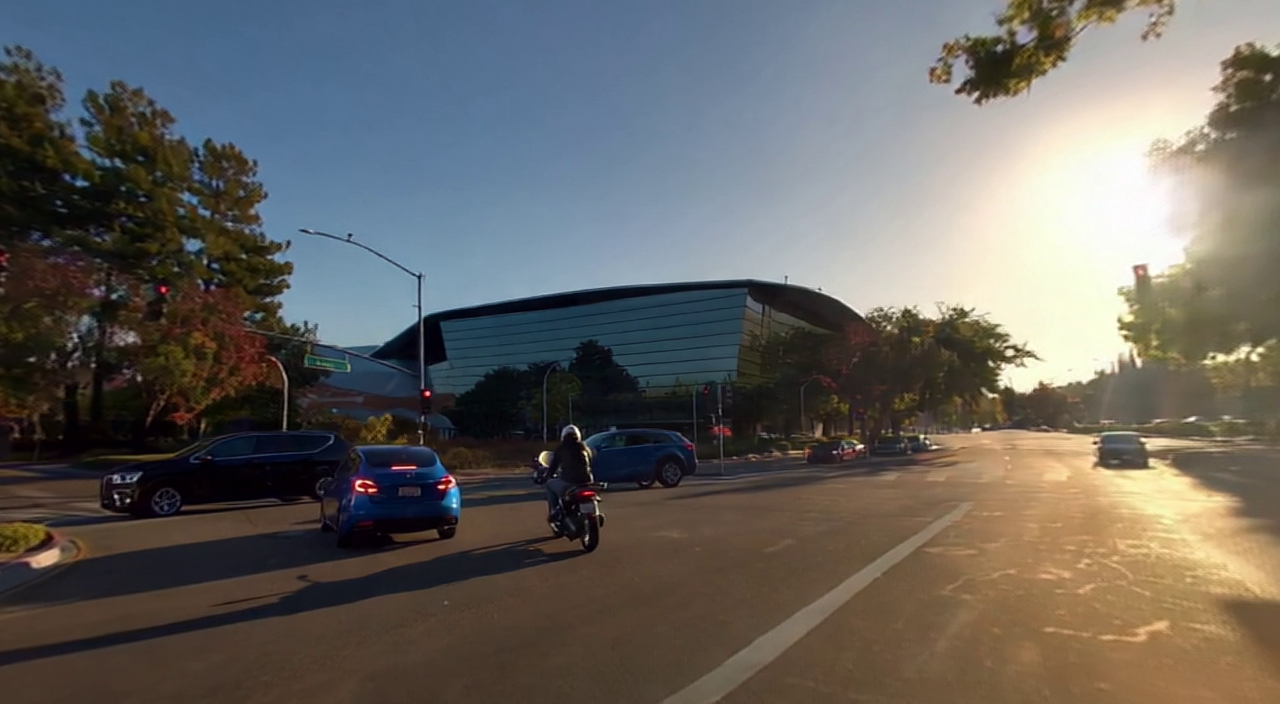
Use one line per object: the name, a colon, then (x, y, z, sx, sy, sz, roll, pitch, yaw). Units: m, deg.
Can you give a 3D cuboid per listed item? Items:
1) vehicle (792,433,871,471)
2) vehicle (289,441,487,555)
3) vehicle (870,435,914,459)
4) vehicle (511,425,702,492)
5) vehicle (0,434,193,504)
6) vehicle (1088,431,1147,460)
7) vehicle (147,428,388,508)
vehicle: (9.273, 4.788, 30.334, 2.084, 1.656, 4.583, -7, -10, 37)
vehicle: (-4.350, 2.232, 10.494, 2.009, 1.450, 4.182, 6, -10, -36)
vehicle: (17.650, 6.630, 44.060, 2.024, 1.543, 4.028, -6, -10, 32)
vehicle: (-1.093, 3.448, 20.890, 5.833, 1.960, 2.341, 3, -9, -24)
vehicle: (-14.919, 3.117, 17.060, 4.380, 1.727, 2.052, -2, -8, 12)
vehicle: (26.311, 5.150, 34.861, 1.872, 1.467, 4.385, -5, -9, 28)
vehicle: (-8.762, 2.749, 15.117, 4.583, 1.755, 1.936, -1, -8, 4)
